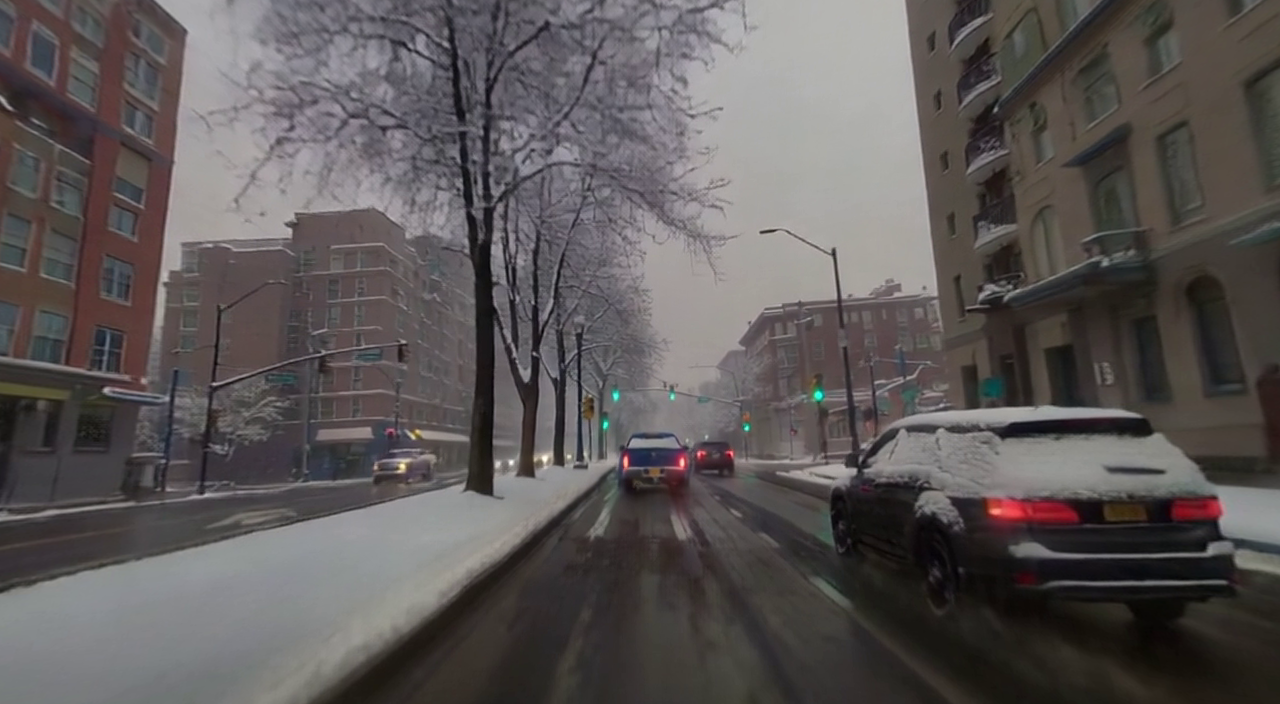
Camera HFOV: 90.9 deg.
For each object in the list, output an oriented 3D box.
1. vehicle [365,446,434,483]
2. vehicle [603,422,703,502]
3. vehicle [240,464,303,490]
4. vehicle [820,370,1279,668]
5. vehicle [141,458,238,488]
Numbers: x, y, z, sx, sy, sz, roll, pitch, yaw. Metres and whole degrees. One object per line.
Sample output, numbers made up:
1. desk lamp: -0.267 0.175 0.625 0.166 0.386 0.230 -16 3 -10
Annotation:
1. vehicle: -13.443 6.273 35.562 1.914 1.889 4.585 -1 -9 2
2. vehicle: 0.299 2.758 16.106 2.209 1.748 4.130 0 -9 1
3. vehicle: -27.259 9.233 46.695 3.416 1.466 1.840 4 -5 0
4. vehicle: 3.225 1.282 5.831 1.939 1.746 4.091 0 -9 1
5. vehicle: -28.882 7.743 40.536 4.558 1.818 2.120 0 -9 1
